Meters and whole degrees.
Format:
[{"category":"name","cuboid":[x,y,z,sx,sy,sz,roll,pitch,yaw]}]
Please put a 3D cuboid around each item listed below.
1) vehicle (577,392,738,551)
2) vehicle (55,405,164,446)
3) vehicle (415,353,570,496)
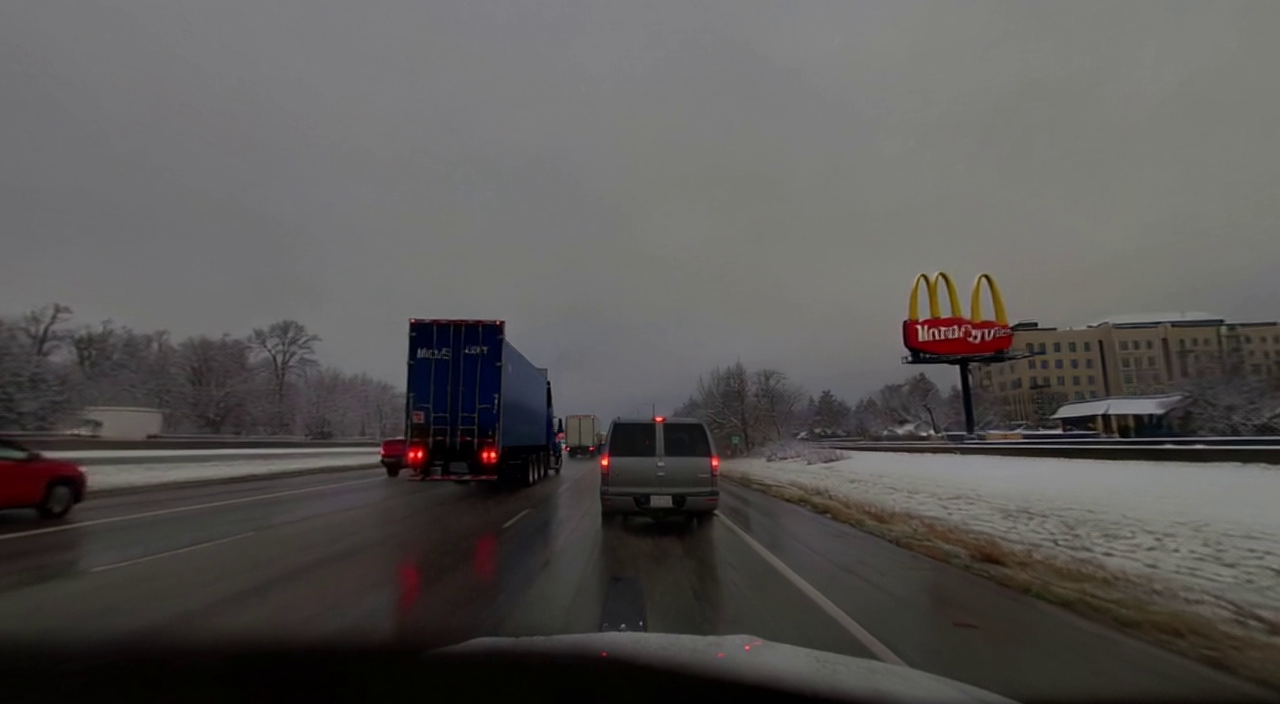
[{"category":"vehicle","cuboid":[0.127,1.756,9.750,1.947,1.910,4.040,0,-9,-2]},{"category":"vehicle","cuboid":[-33.663,4.767,40.297,1.996,2.383,5.767,0,-9,-2]},{"category":"vehicle","cuboid":[-4.082,2.414,19.855,2.814,3.513,8.529,0,-9,0]}]
